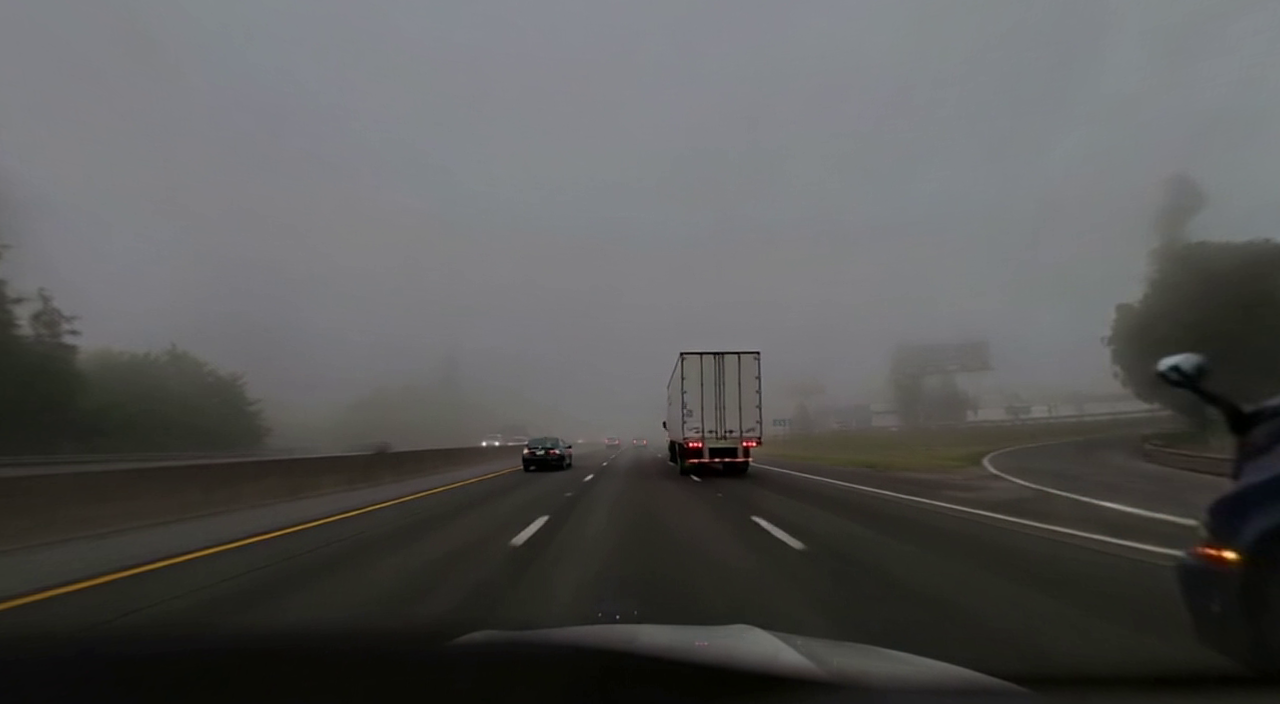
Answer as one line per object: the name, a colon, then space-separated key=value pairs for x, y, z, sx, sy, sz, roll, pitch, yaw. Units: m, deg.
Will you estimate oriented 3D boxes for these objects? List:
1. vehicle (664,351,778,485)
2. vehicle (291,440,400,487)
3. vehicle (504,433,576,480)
vehicle: x=2.524 y=2.623 z=23.670 sx=2.871 sy=3.815 sz=11.331 roll=0 pitch=-8 yaw=1
vehicle: x=-11.811 y=4.459 z=25.711 sx=2.274 sy=1.681 sz=4.531 roll=0 pitch=-8 yaw=-1
vehicle: x=-3.407 y=3.633 z=22.257 sx=1.930 sy=1.484 sz=3.849 roll=0 pitch=-8 yaw=0
